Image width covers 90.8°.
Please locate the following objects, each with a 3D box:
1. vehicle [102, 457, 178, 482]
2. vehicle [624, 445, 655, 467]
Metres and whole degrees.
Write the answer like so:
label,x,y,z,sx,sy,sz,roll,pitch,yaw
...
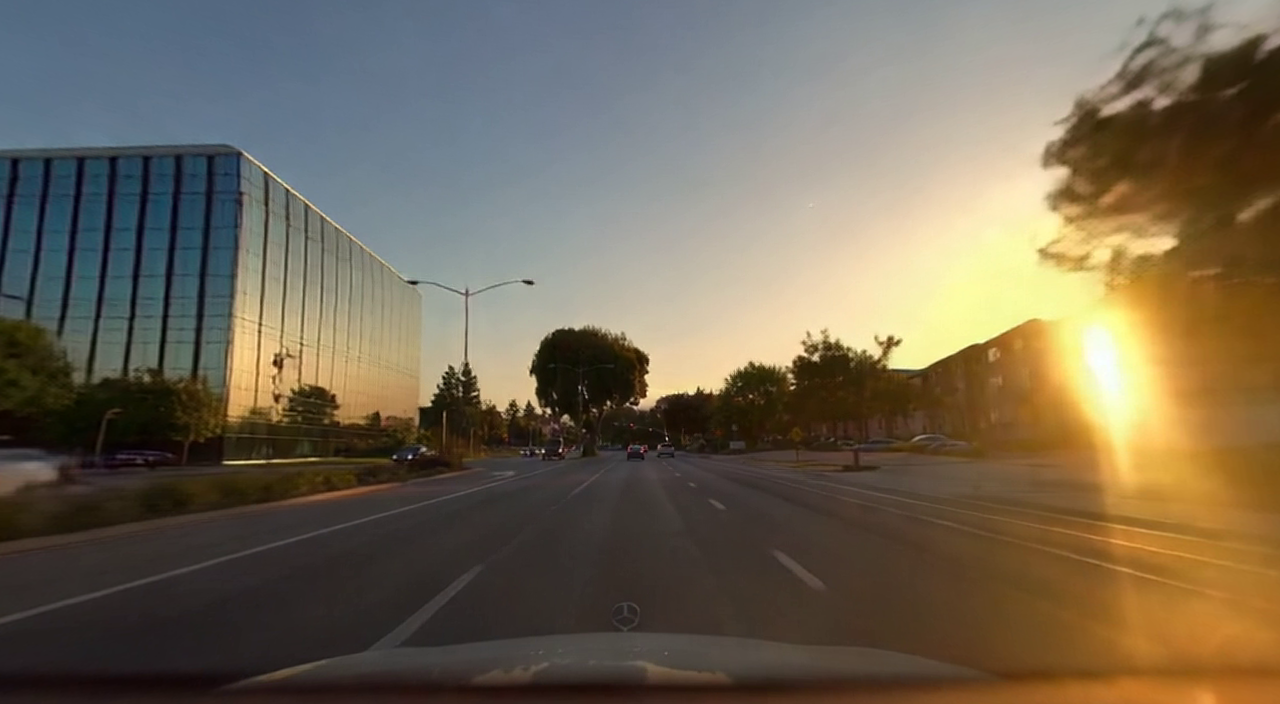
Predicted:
label,x,y,z,sx,sy,sz,roll,pitch,yaw
vehicle,-34.563,8.091,43.662,4.090,1.598,1.906,-3,-9,14
vehicle,-0.058,7.288,44.404,2.080,1.445,4.096,0,-9,-1
